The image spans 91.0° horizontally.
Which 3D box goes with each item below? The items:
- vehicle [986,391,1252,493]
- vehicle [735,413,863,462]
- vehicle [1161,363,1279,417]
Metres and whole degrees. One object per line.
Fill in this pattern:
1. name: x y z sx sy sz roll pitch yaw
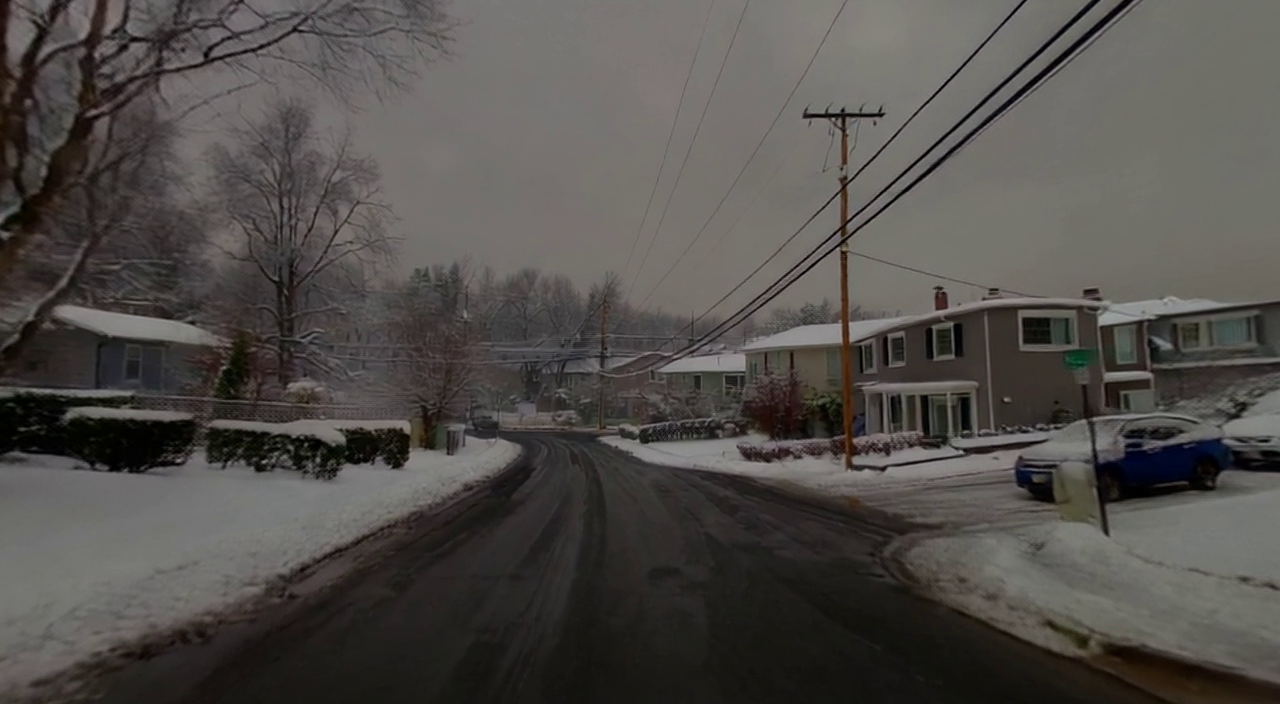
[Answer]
1. vehicle: 10.387 2.017 13.814 4.443 1.948 2.230 2 -11 -16
2. vehicle: 7.359 3.998 29.020 5.663 1.913 2.170 6 -11 -26
3. vehicle: 24.371 1.641 25.925 4.980 1.925 2.001 3 -9 -19
